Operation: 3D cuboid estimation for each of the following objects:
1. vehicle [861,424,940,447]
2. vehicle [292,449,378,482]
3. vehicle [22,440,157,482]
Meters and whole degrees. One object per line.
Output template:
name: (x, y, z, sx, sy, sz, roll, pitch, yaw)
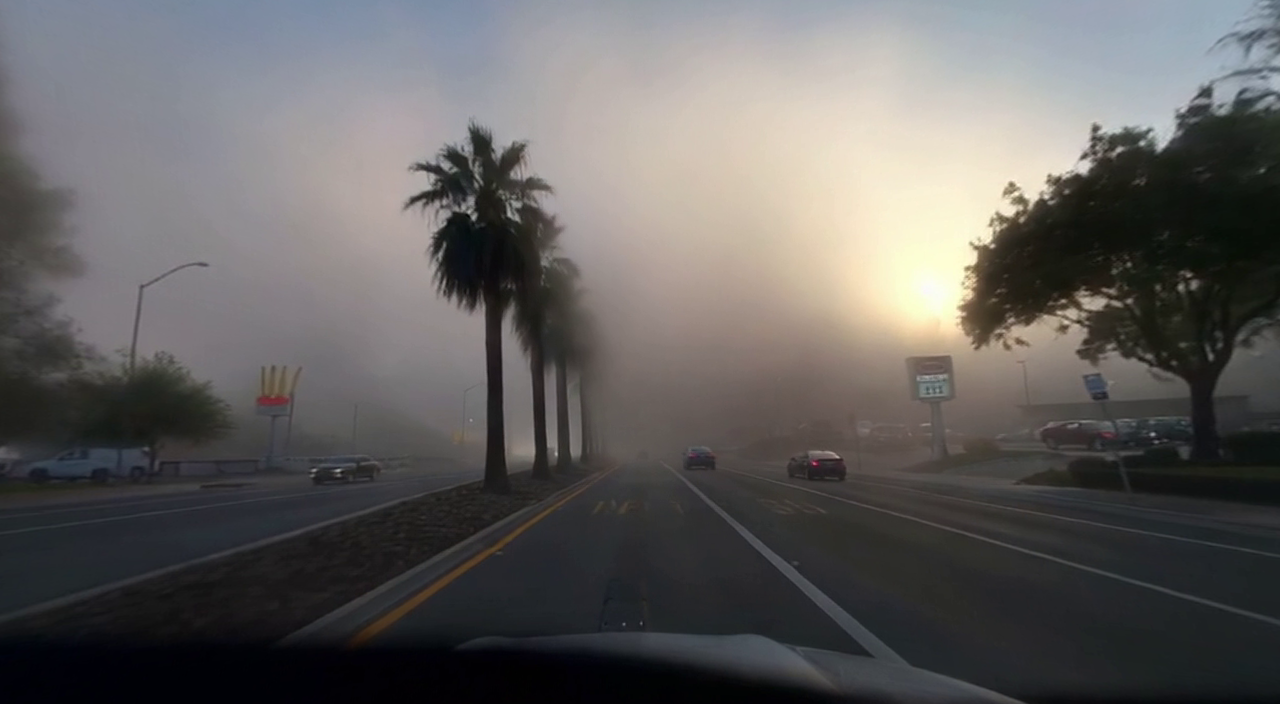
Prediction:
vehicle: (18.906, 6.095, 45.957, 4.649, 1.662, 2.349, 0, -8, 1)
vehicle: (-16.786, 6.223, 35.060, 2.167, 1.622, 5.184, 0, -8, 0)
vehicle: (-32.675, 6.661, 37.831, 2.415, 2.234, 6.082, -2, -12, 2)
